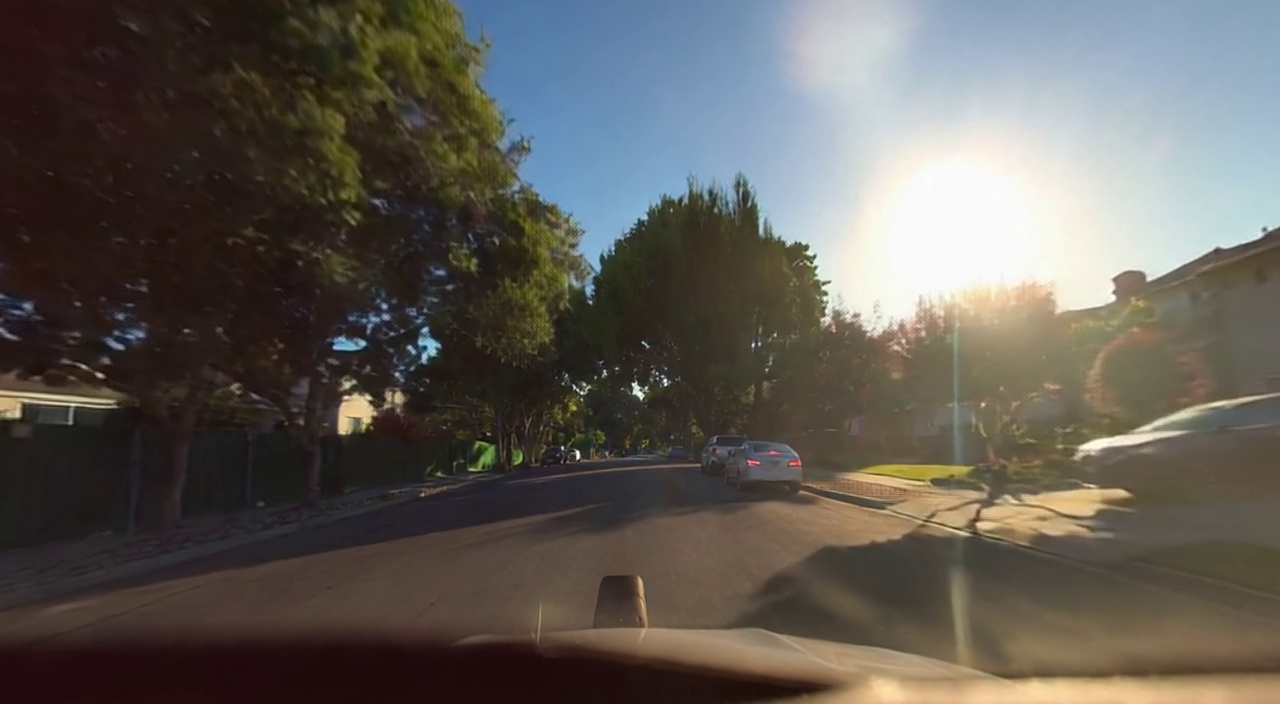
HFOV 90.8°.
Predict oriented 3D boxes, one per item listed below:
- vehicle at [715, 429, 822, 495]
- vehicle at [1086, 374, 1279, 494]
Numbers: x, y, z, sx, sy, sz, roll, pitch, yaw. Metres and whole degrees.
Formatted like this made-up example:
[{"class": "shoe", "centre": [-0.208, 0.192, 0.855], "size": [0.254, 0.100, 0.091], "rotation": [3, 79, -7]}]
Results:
[{"class": "vehicle", "centre": [3.582, 3.175, 18.659], "size": [2.122, 1.673, 4.876], "rotation": [0, -8, 0]}, {"class": "vehicle", "centre": [10.915, 1.379, 10.663], "size": [5.046, 1.800, 2.201], "rotation": [0, -8, 0]}]
